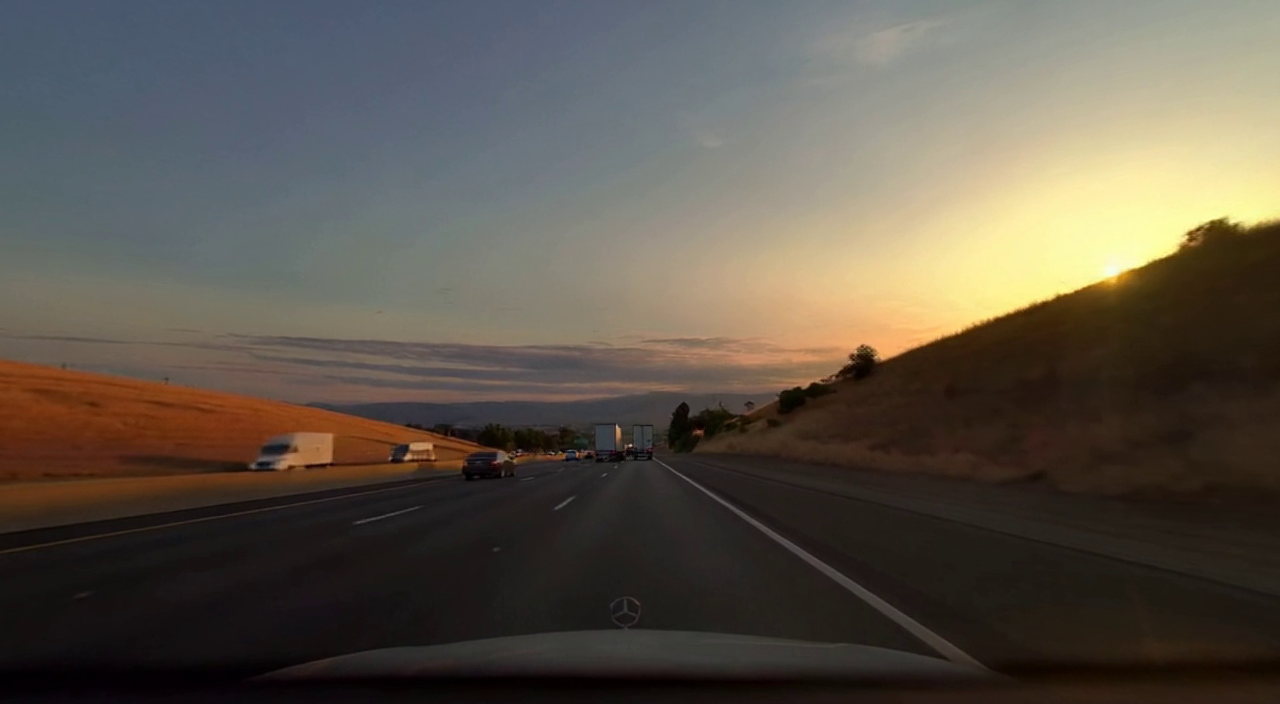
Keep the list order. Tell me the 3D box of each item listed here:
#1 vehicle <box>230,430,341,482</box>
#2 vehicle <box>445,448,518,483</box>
[{"bbox_3d":[-20.610,6.105,37.227,2.258,2.775,7.014,0,-9,1],"label":"vehicle"},{"bbox_3d":[-7.139,5.176,29.055,2.036,1.474,5.011,0,-9,0],"label":"vehicle"}]
